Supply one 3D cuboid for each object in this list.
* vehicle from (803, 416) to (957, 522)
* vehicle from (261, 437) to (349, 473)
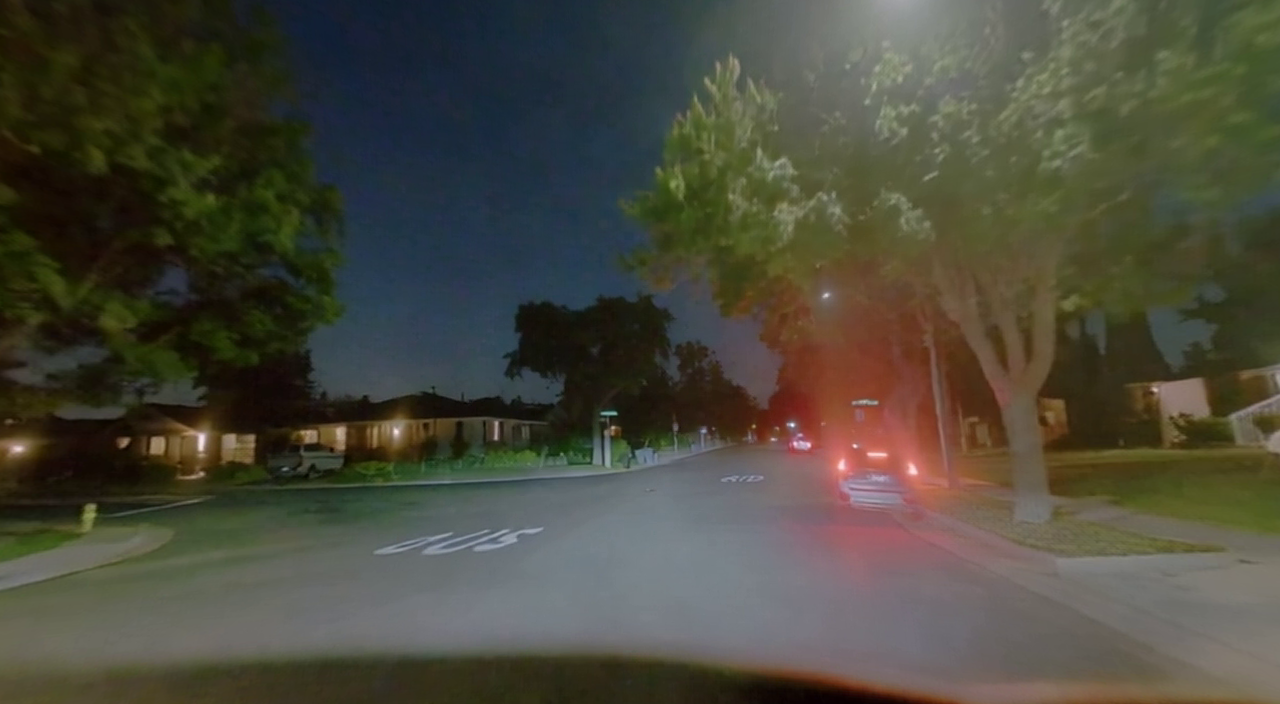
[{"bbox_3d":[4.580,2.302,12.841,2.053,1.737,4.375,-2,-9,9],"label":"vehicle"},{"bbox_3d":[-18.047,5.592,34.358,2.021,1.798,4.491,-1,-9,5],"label":"vehicle"}]
